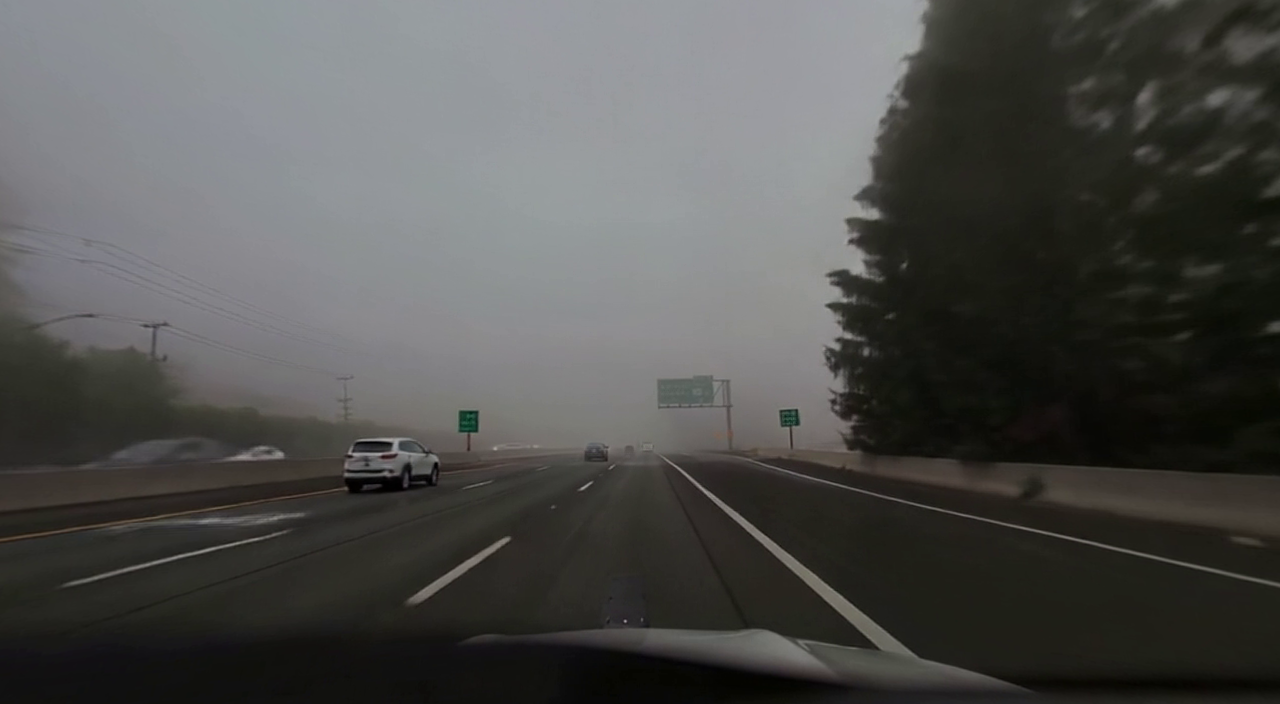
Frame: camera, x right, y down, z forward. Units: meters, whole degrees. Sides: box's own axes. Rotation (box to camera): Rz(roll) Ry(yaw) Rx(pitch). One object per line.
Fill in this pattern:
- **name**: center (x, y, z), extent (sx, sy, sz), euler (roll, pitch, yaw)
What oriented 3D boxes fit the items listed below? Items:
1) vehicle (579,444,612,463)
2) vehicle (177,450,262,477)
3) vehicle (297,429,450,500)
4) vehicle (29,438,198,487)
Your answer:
- **vehicle**: center (-3.355, 7.707, 48.111), extent (2.048, 1.368, 4.613), euler (0, -9, 1)
- **vehicle**: center (-25.829, 6.823, 38.902), extent (2.001, 1.498, 4.611), euler (0, -9, 1)
- **vehicle**: center (-7.233, 3.106, 17.809), extent (2.118, 1.696, 4.836), euler (0, -9, 1)
- **vehicle**: center (-18.312, 3.848, 22.303), extent (1.922, 1.510, 4.669), euler (0, -9, 1)
